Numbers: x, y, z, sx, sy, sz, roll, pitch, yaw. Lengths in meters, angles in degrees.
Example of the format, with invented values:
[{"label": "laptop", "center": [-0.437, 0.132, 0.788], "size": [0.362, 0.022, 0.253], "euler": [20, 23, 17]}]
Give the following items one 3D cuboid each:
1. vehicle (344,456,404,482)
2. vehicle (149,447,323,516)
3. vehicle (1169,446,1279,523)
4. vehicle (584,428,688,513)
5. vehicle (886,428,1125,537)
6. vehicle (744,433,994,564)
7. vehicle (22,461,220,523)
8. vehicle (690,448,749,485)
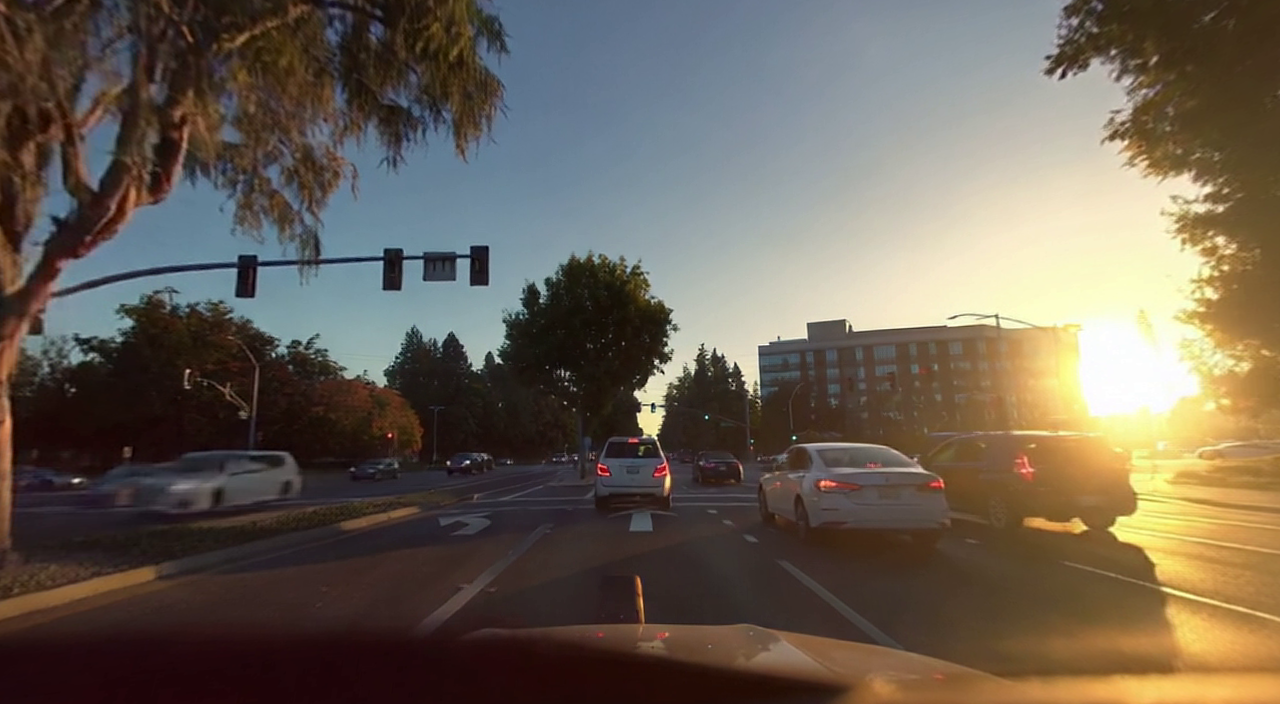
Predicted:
[{"label": "vehicle", "center": [-17.566, 7.736, 42.041], "size": [1.911, 1.483, 4.849], "euler": [0, -9, 0]}, {"label": "vehicle", "center": [-11.068, 3.521, 17.798], "size": [2.032, 1.671, 4.316], "euler": [0, -9, 0]}, {"label": "vehicle", "center": [14.455, 2.831, 13.651], "size": [2.125, 1.592, 4.428], "euler": [0, -9, -1]}, {"label": "vehicle", "center": [-0.101, 2.881, 15.834], "size": [2.236, 1.827, 4.316], "euler": [0, -9, 0]}, {"label": "vehicle", "center": [6.732, 2.425, 12.371], "size": [1.987, 1.730, 4.373], "euler": [0, -9, -1]}, {"label": "vehicle", "center": [3.194, 2.139, 10.122], "size": [2.034, 1.558, 4.774], "euler": [0, -9, -3]}, {"label": "vehicle", "center": [-14.421, 3.871, 17.967], "size": [2.107, 1.448, 4.179], "euler": [0, -9, -1]}, {"label": "vehicle", "center": [3.516, 5.138, 28.740], "size": [2.004, 1.523, 4.263], "euler": [0, -9, -1]}]
